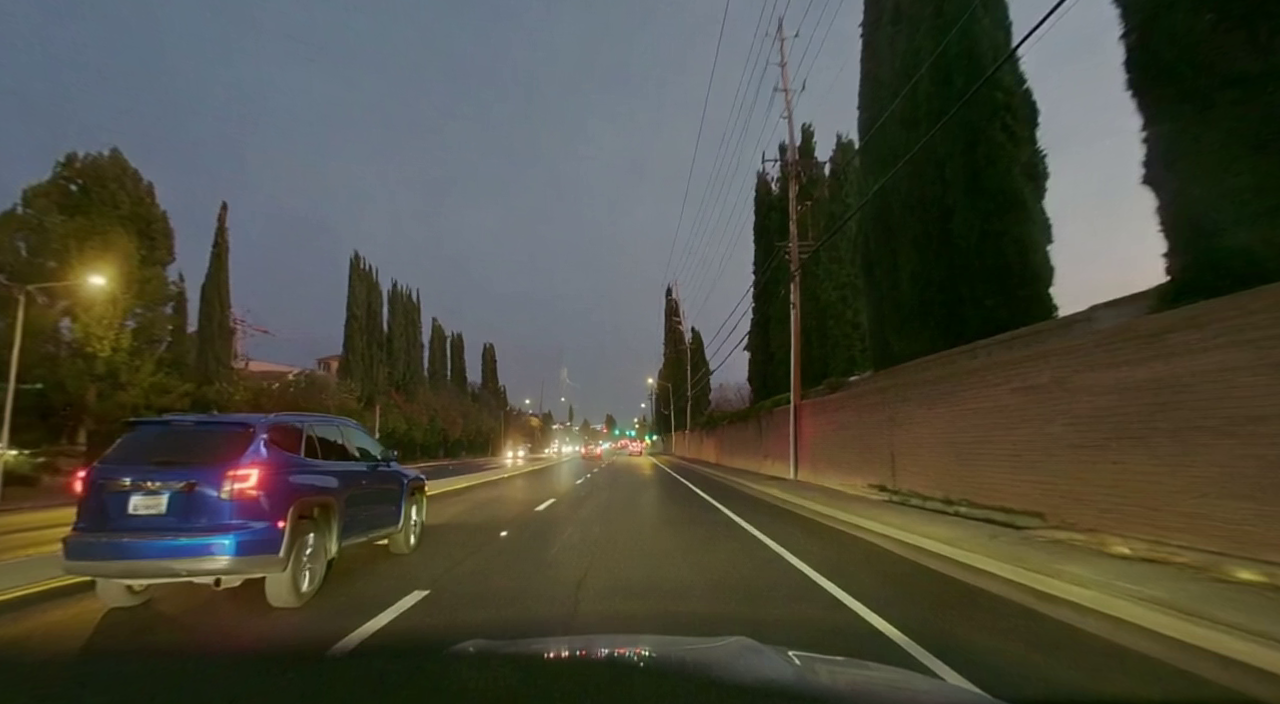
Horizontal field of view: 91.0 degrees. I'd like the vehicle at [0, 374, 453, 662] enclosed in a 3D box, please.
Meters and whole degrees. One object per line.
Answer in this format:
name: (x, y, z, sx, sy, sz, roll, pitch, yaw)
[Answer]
vehicle: (-3.606, 1.320, 6.145, 2.147, 1.730, 4.555, 0, -8, 0)
